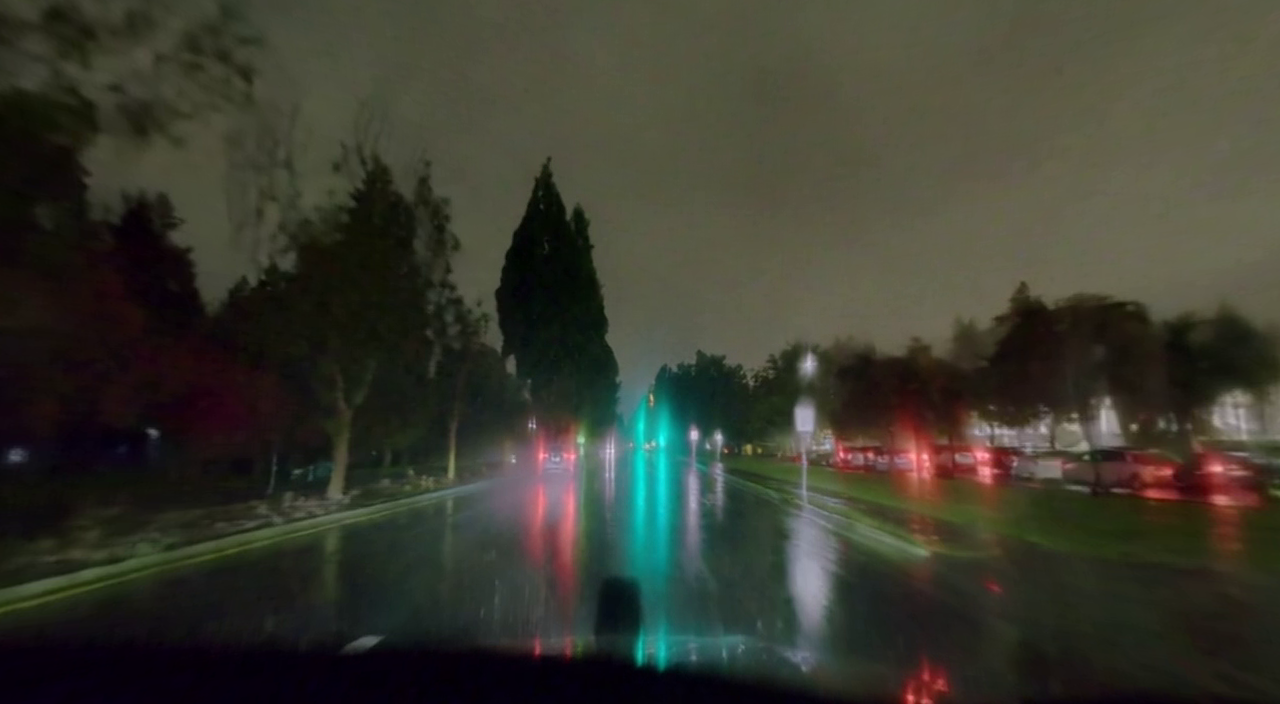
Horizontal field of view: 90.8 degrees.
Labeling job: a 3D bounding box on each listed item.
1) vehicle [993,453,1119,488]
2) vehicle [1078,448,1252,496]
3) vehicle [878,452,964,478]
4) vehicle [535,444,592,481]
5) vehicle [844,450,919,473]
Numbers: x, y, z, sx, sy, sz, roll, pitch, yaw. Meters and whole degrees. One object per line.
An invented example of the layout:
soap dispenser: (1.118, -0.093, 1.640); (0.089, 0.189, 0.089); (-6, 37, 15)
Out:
vehicle: (17.948, 5.113, 27.338); (4.230, 1.384, 1.882); (1, -9, -7)
vehicle: (18.526, 4.210, 22.441); (4.520, 1.557, 2.056); (1, -9, -6)
vehicle: (16.583, 6.684, 37.429); (4.172, 1.407, 1.931); (1, -9, -7)
vehicle: (-3.364, 4.939, 28.517); (2.030, 1.550, 3.925); (0, -8, 1)
vehicle: (16.291, 7.377, 42.691); (4.226, 1.499, 1.943); (1, -9, -10)
